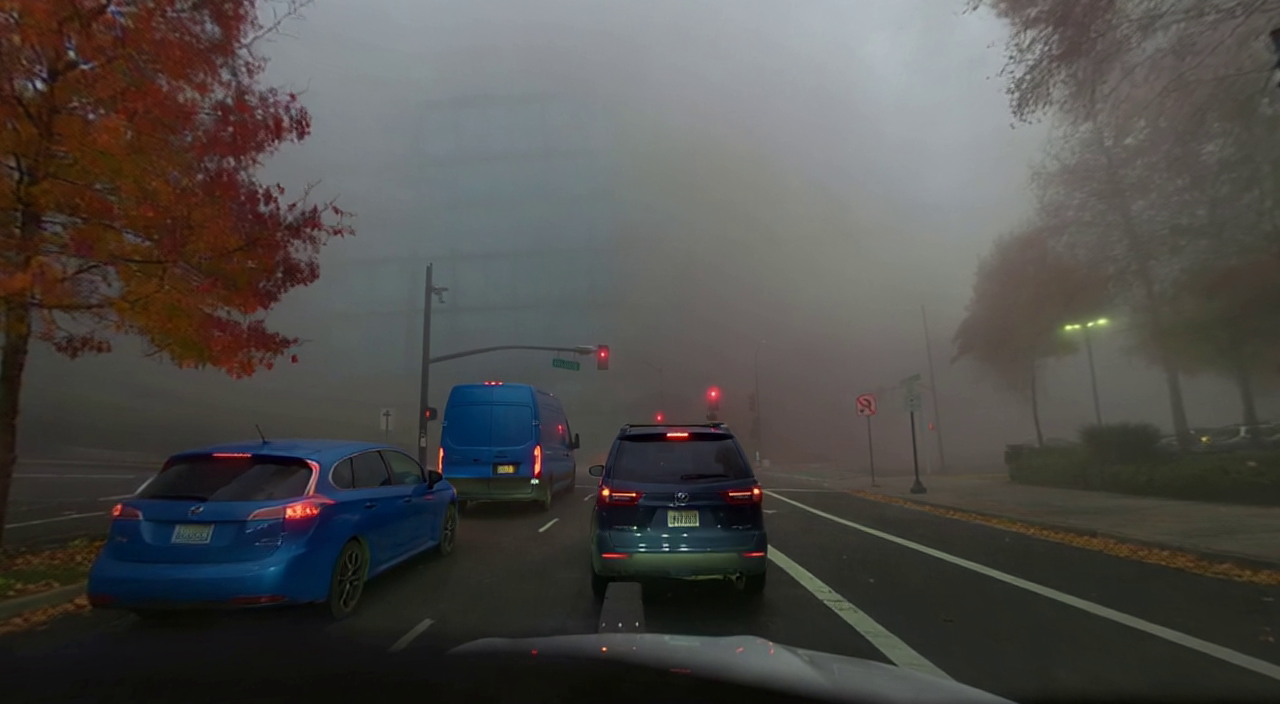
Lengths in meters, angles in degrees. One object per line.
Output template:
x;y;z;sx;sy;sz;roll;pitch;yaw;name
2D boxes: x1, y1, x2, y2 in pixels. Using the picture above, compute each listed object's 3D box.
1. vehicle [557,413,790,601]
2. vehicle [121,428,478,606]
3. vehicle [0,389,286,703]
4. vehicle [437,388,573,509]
0.202;1.597;7.216;1.979;1.562;3.630;0;-9;-3;vehicle
-3.485;1.756;7.569;1.955;1.499;4.223;0;-9;0;vehicle
-2.899;0.814;1.522;1.893;1.491;3.798;0;-9;-1;vehicle
-3.251;2.546;16.603;2.343;2.635;5.684;0;-9;0;vehicle
